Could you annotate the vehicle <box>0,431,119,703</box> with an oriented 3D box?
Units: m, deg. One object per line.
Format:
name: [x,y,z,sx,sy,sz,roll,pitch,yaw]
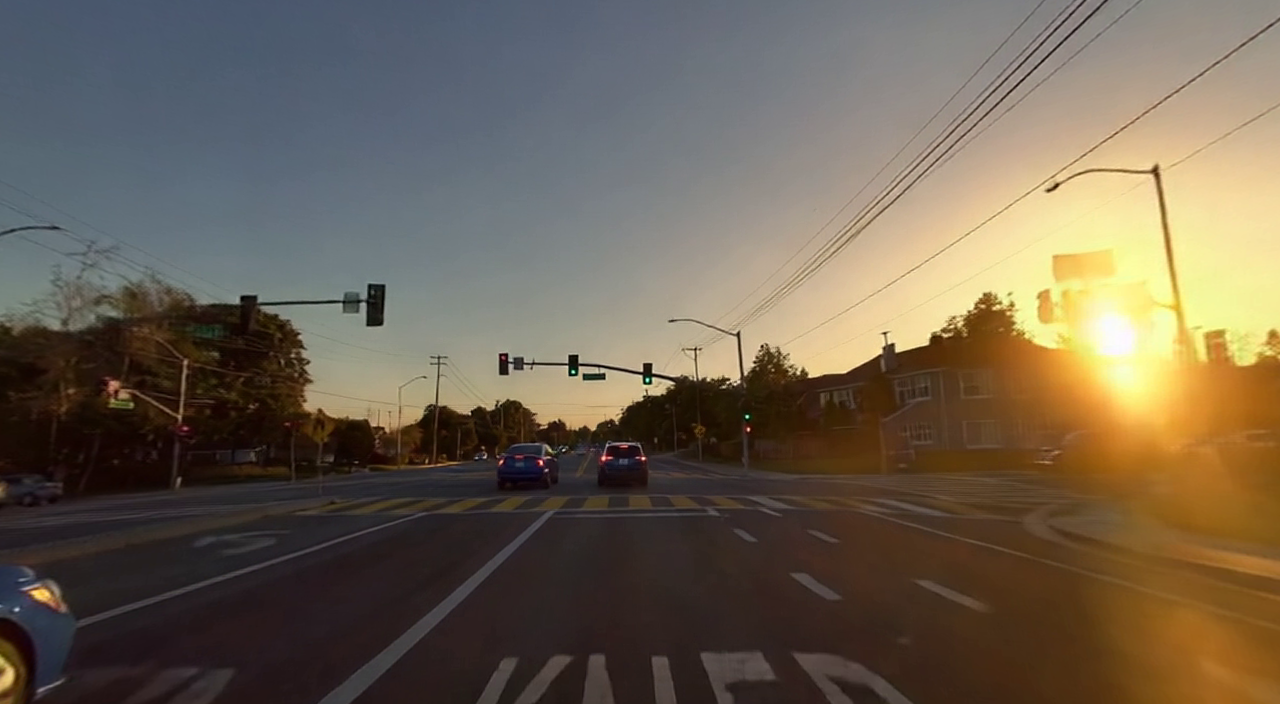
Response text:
vehicle: [-3.199,0.721,0.431,1.901,1.409,4.442,0,-9,0]

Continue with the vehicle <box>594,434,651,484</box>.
vehicle: [-0.741,4.361,25.999,2.155,1.836,4.250,0,-9,-2]

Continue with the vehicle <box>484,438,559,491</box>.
vehicle: [-4.103,3.960,22.560,1.899,1.685,4.121,0,-9,-1]

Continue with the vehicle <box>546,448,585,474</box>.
vehicle: [-4.402,6.472,37.799,1.863,1.449,4.153,0,-8,-1]

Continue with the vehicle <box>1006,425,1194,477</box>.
vehicle: [18.499,4.008,25.781,5.652,1.990,2.190,-2,-9,12]

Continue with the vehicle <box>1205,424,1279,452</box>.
vehicle: [32.659,4.648,33.909,1.754,1.414,3.590,-2,-9,12]
